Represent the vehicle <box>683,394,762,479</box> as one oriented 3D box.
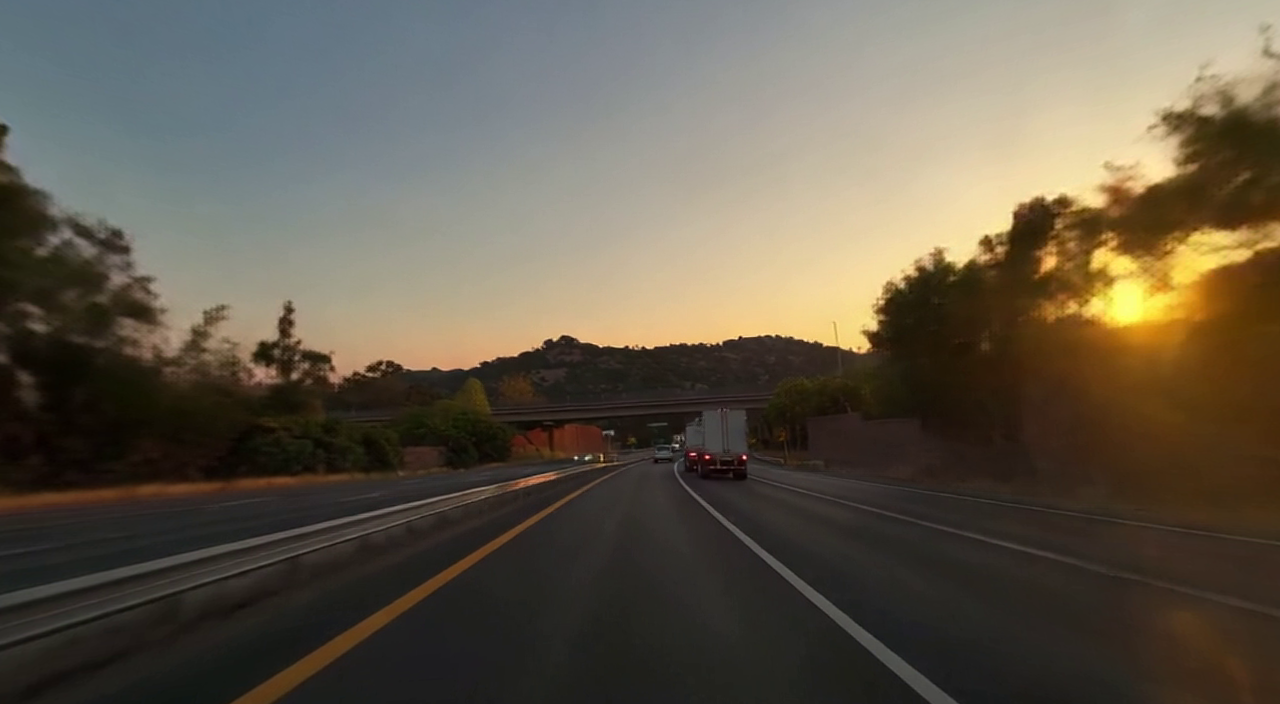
[{"bbox_3d":[4.358,4.977,36.368,2.965,4.028,12.529,-1,-9,1],"label":"vehicle"}]
